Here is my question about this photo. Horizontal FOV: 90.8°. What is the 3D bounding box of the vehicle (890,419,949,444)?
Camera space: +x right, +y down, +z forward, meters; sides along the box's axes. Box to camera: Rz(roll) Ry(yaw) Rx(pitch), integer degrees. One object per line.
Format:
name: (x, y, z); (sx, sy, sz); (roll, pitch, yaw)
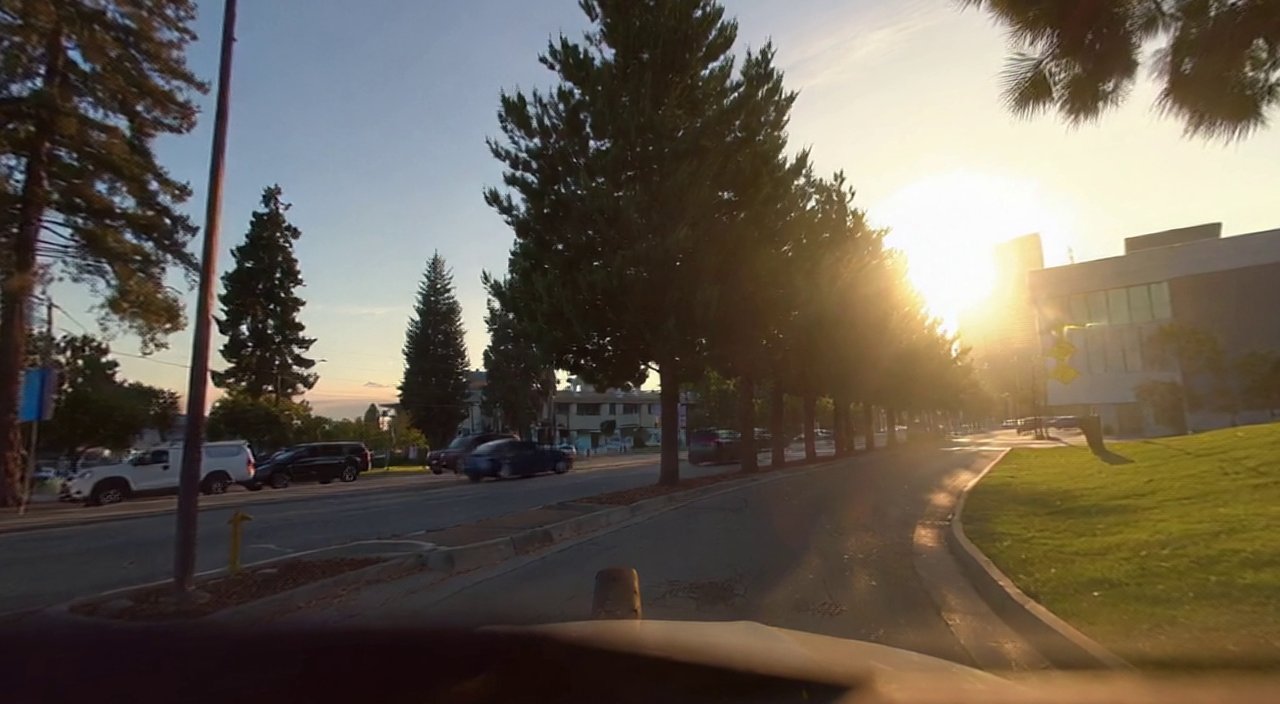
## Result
vehicle: (20.249, 5.771, 45.640); (2.201, 1.574, 5.060); (-11, -13, 42)

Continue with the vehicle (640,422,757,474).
vehicle: (2.463, 3.782, 25.303); (1.954, 1.639, 5.229); (-9, -8, 39)

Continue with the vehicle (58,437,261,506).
vehicle: (-15.847, 3.891, 21.146); (2.294, 2.000, 4.788); (-7, -10, 33)

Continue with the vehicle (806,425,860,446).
vehicle: (15.035, 6.497, 49.047); (2.146, 1.555, 4.810); (-8, -11, 41)

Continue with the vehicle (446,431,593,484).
vehicle: (-4.196, 3.753, 22.778); (2.183, 1.651, 4.928); (-8, -11, 38)

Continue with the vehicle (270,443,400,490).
vehicle: (-12.396, 4.607, 25.918); (1.904, 1.719, 4.326); (-6, -10, 37)
